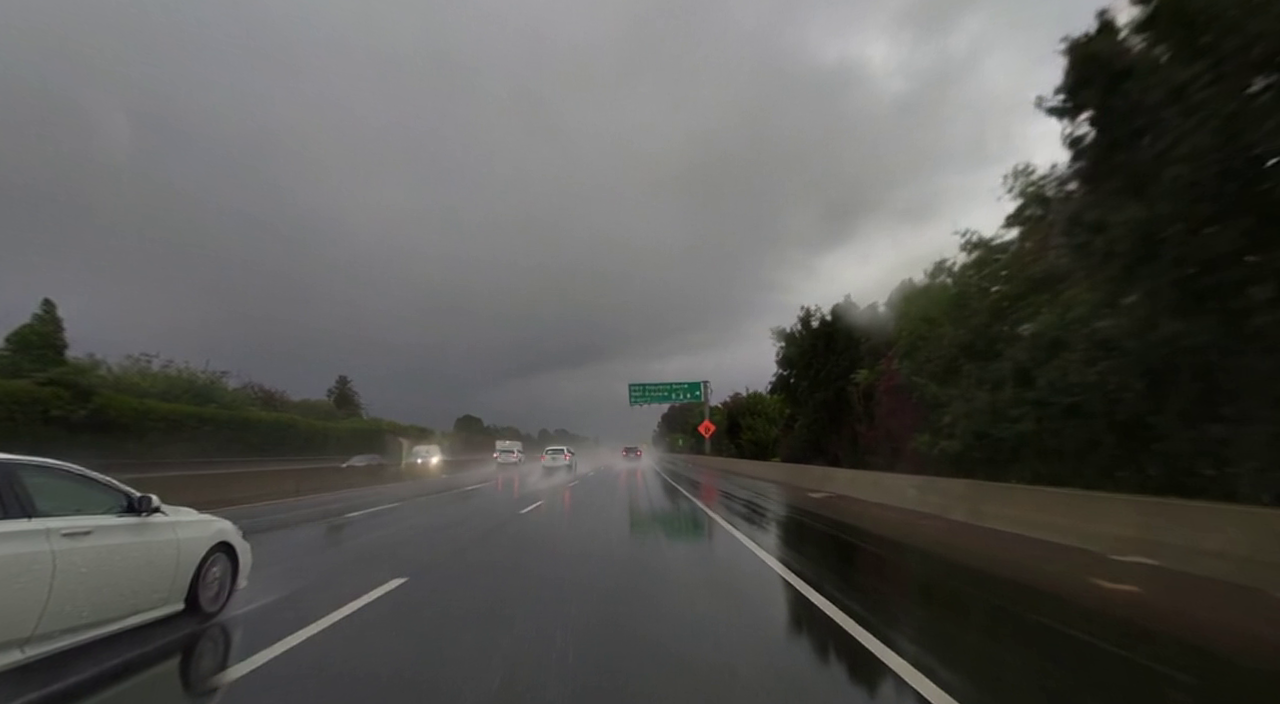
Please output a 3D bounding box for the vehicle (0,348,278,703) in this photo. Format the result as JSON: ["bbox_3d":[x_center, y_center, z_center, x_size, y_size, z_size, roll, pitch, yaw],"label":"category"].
[{"bbox_3d":[-3.978,0.866,2.732,2.074,1.779,4.588,0,-9,-1],"label":"vehicle"}]

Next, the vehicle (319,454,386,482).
[{"bbox_3d":[-16.478,6.655,36.177,1.911,1.466,4.273,0,-9,-1],"label":"vehicle"}]

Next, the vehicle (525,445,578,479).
[{"bbox_3d":[-4.174,5.271,30.264,1.988,1.477,4.118,0,-9,0],"label":"vehicle"}]

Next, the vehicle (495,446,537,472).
[{"bbox_3d":[-7.991,6.940,40.792,1.936,1.516,3.904,0,-9,0],"label":"vehicle"}]

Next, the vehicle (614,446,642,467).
[{"bbox_3d":[-0.885,7.832,47.088,2.023,1.479,3.718,0,-9,-1],"label":"vehicle"}]
